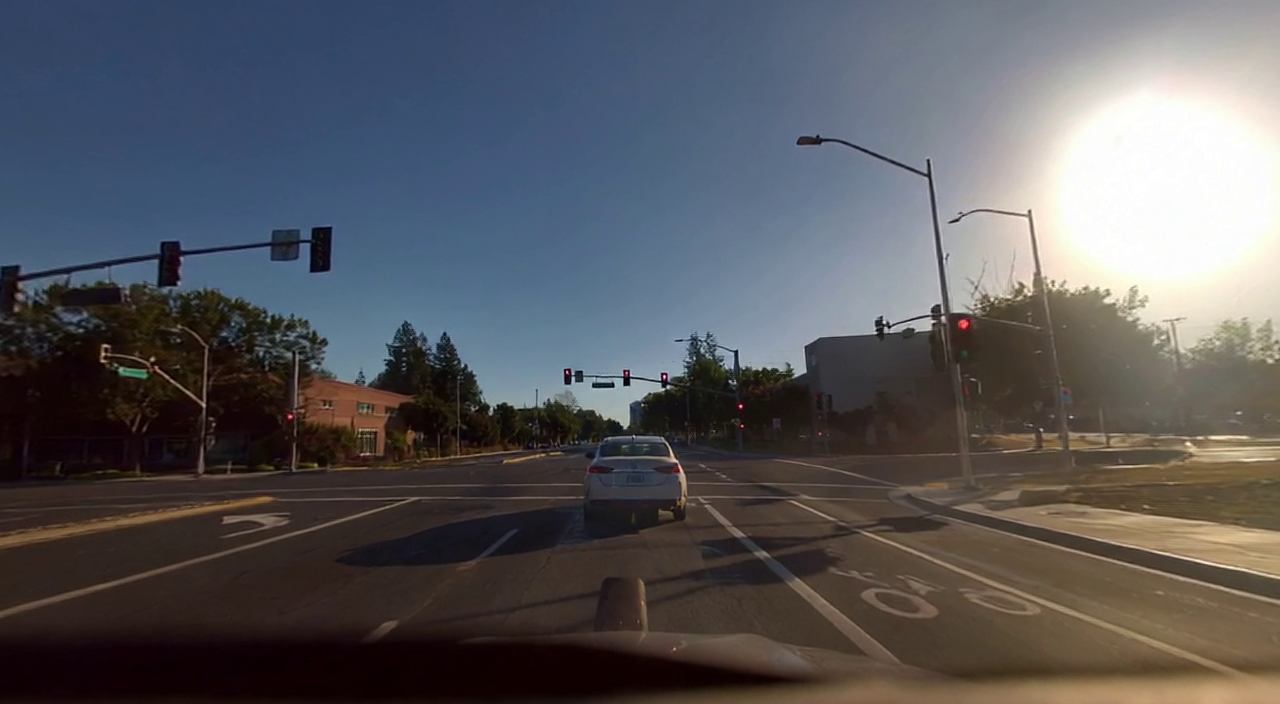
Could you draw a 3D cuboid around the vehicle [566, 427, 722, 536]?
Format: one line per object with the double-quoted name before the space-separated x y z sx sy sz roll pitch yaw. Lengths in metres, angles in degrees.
"vehicle" 0.010 2.056 10.606 2.107 1.470 3.974 0 -9 -1
